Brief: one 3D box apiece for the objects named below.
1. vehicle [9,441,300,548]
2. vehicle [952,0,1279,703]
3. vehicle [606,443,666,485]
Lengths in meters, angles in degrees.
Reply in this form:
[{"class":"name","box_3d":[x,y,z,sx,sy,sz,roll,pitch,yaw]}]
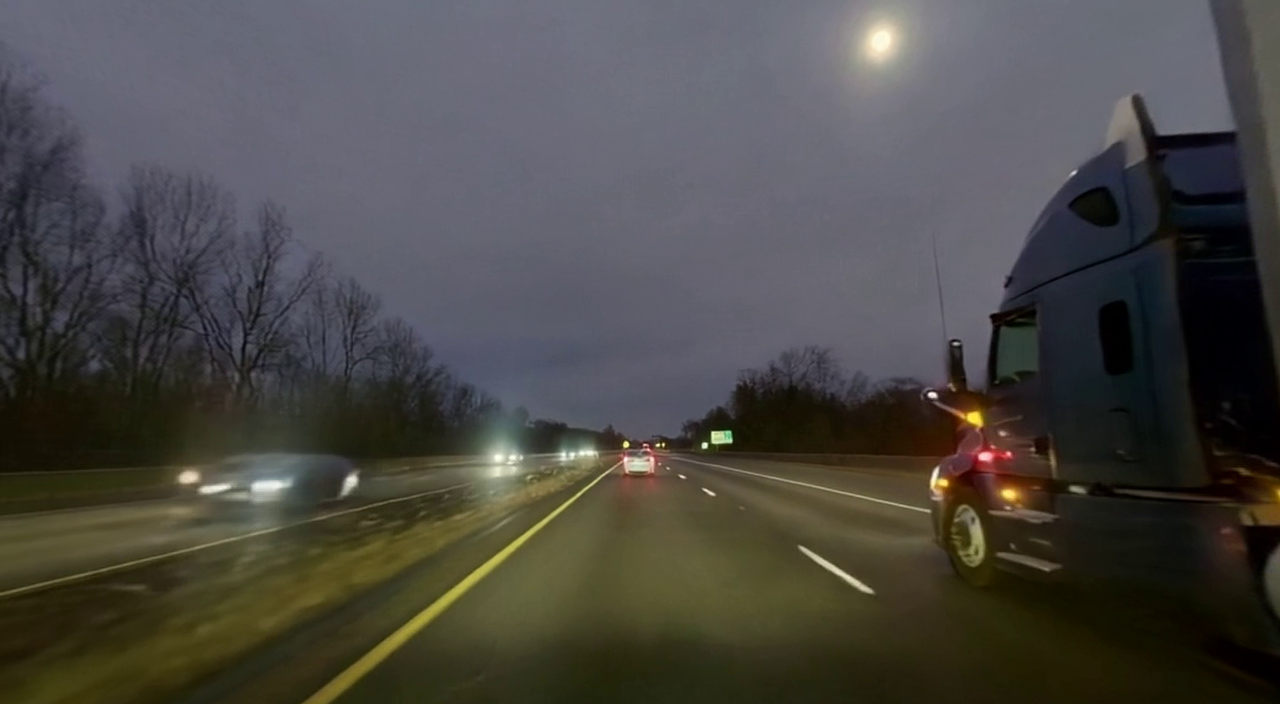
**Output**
[{"class":"vehicle","box_3d":[-8.699,2.543,11.925,1.957,1.603,4.476,0,-9,0]},{"class":"vehicle","box_3d":[4.405,-0.273,2.180,3.351,3.699,5.995,0,-9,-1]},{"class":"vehicle","box_3d":[-0.188,4.499,25.391,2.244,1.506,4.097,0,-9,-1]}]
